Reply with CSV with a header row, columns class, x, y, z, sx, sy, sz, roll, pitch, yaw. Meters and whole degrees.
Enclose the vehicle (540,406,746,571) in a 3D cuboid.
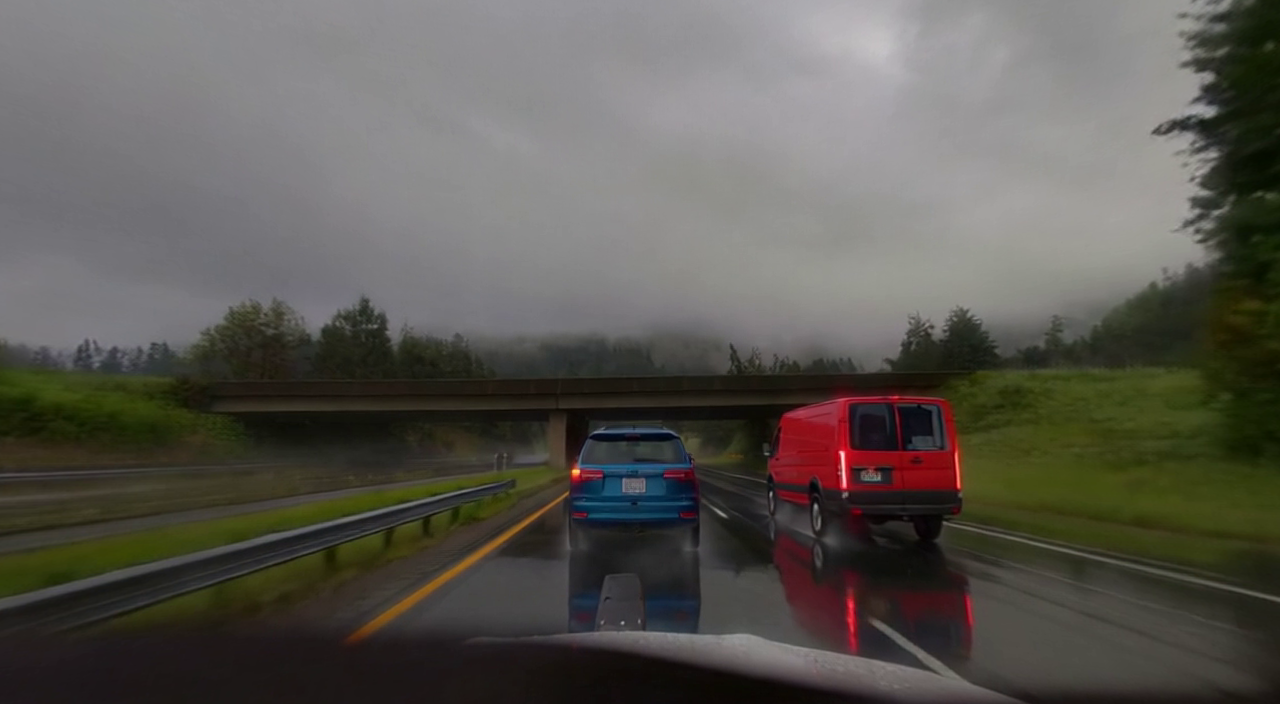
class,x,y,z,sx,sy,sz,roll,pitch,yaw
vehicle,0.034,1.837,9.135,2.288,1.823,4.059,0,-9,0
